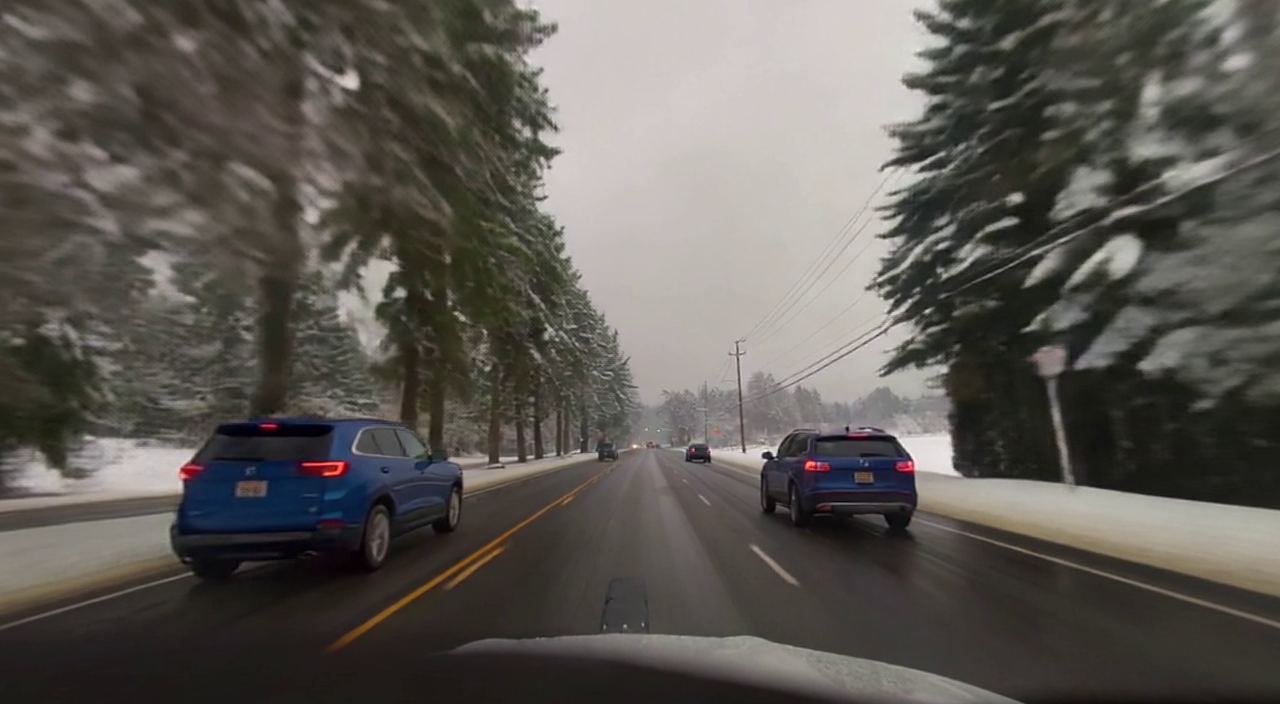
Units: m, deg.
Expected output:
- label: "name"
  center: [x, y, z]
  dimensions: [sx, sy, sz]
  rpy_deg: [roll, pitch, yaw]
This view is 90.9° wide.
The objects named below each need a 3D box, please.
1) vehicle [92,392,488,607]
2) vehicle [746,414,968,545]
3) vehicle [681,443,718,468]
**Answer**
- label: "vehicle"
  center: [-3.488, 1.563, 7.600]
  dimensions: [2.104, 1.785, 4.494]
  rpy_deg: [0, -8, 1]
- label: "vehicle"
  center: [3.305, 2.049, 10.777]
  dimensions: [2.182, 1.744, 4.464]
  rpy_deg: [0, -8, 0]
- label: "vehicle"
  center: [3.805, 6.687, 40.898]
  dimensions: [1.906, 1.468, 4.422]
  rpy_deg: [0, -8, -1]
